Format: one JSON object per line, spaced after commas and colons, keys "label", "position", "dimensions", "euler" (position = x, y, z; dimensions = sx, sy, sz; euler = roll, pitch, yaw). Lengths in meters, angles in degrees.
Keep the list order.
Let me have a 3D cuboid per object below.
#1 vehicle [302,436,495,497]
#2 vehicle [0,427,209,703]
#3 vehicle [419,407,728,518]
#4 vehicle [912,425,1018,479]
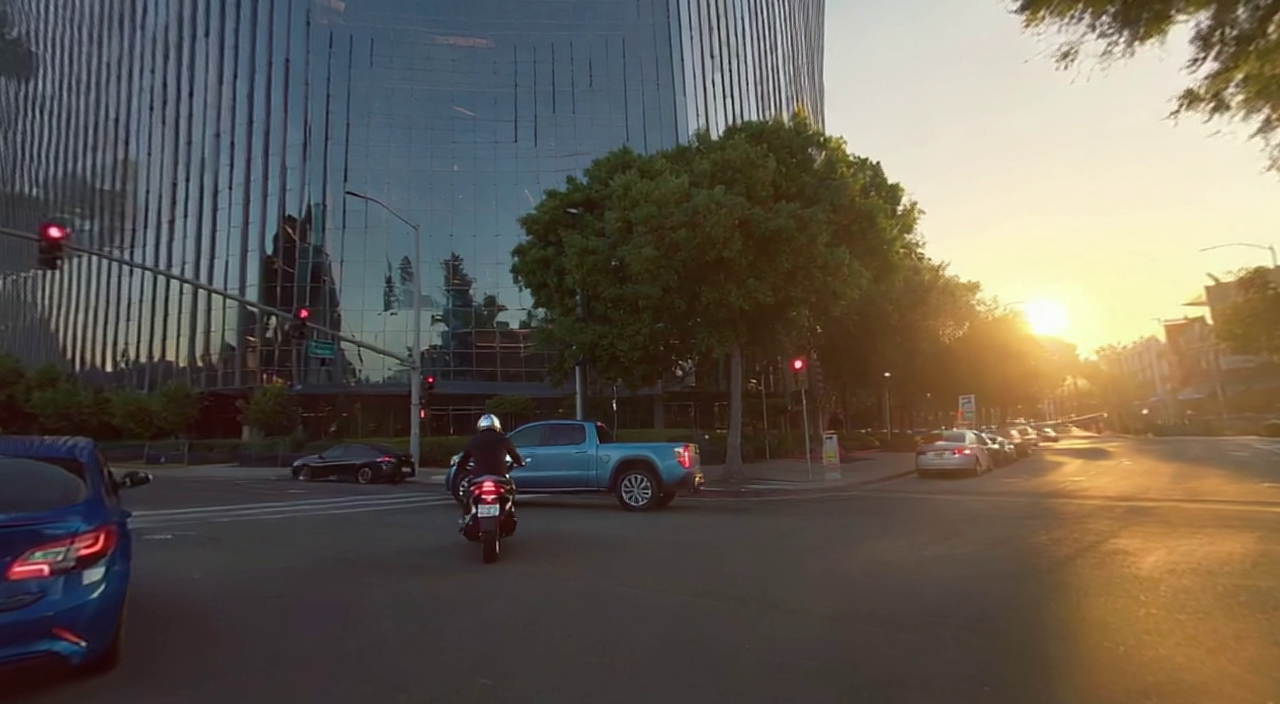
{"label": "vehicle", "position": [-6.336, 3.033, 16.858], "dimensions": [4.401, 1.480, 1.864], "euler": [-1, -8, 5]}
{"label": "vehicle", "position": [-4.670, 1.331, 4.634], "dimensions": [2.009, 1.450, 4.182], "euler": [6, -11, -39]}
{"label": "vehicle", "position": [-1.369, 2.216, 13.152], "dimensions": [5.833, 1.960, 2.341], "euler": [2, -9, -13]}
{"label": "vehicle", "position": [11.430, 3.455, 22.023], "dimensions": [2.084, 1.656, 4.583], "euler": [-8, -11, 41]}
